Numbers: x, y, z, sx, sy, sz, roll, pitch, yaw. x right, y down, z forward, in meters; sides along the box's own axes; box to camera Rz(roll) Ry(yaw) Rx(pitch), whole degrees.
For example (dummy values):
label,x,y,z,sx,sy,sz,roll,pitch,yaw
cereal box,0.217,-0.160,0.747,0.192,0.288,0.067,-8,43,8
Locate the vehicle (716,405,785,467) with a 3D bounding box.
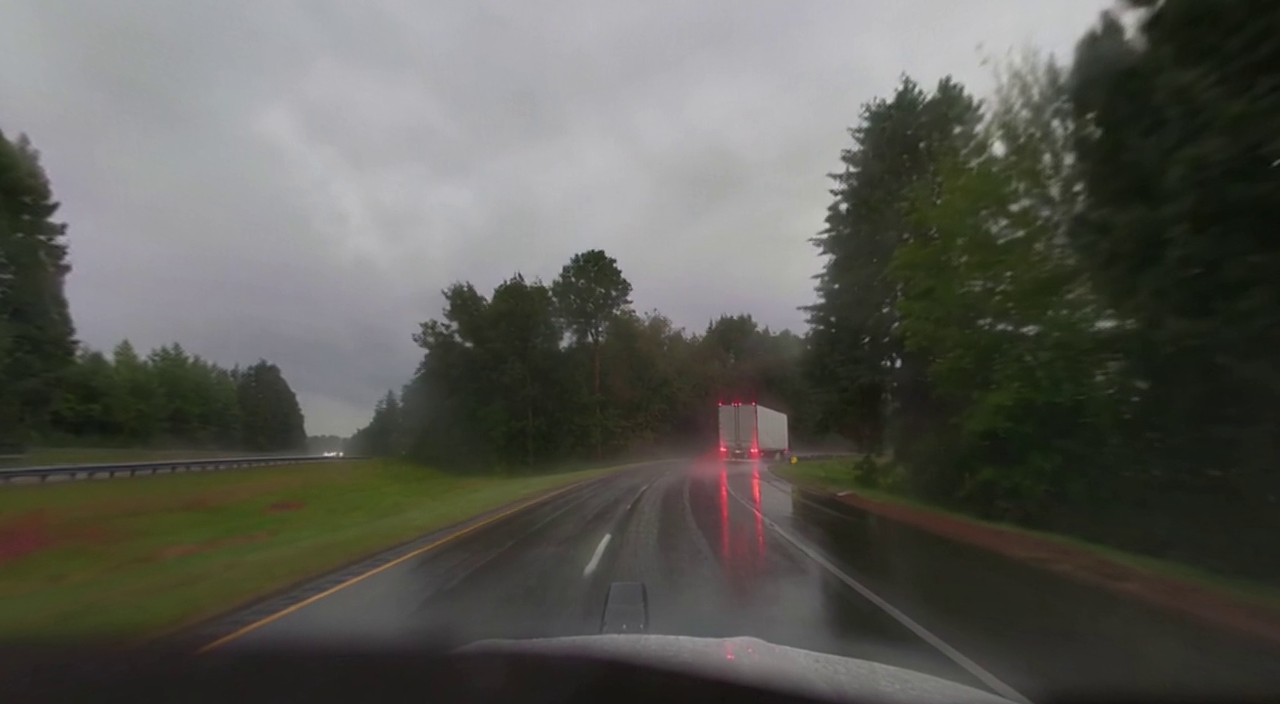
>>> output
label,x,y,z,sx,sy,sz,roll,pitch,yaw
vehicle,8.993,6.749,49.541,3.087,4.178,13.682,-3,-9,19
